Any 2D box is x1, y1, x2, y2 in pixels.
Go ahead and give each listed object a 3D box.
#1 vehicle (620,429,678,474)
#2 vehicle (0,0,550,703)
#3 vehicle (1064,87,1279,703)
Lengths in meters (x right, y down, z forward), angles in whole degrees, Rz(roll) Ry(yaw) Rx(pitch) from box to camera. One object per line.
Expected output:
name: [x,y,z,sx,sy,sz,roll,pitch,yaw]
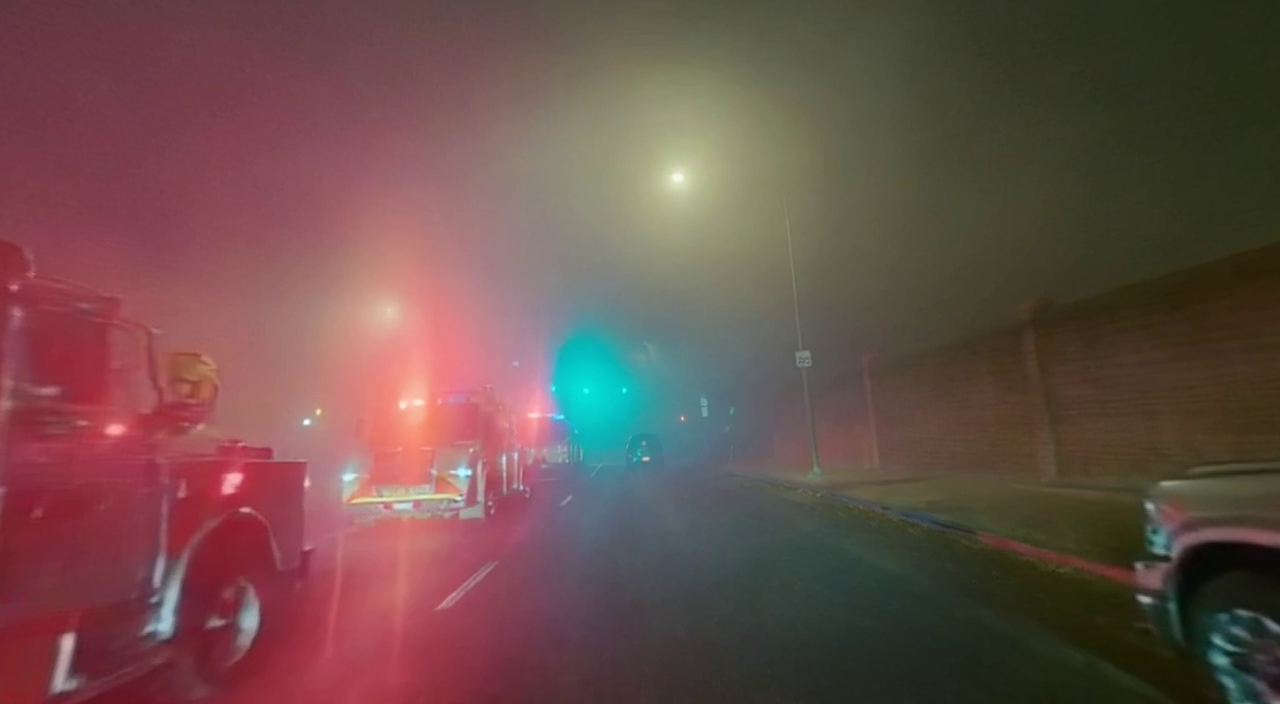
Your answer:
vehicle: [0.294,4.534,28.922,2.332,1.831,4.930,0,-8,-3]
vehicle: [-3.220,0.641,5.390,3.644,3.138,9.346,0,-8,-1]
vehicle: [4.077,0.007,0.743,3.411,2.429,5.271,0,-8,0]
